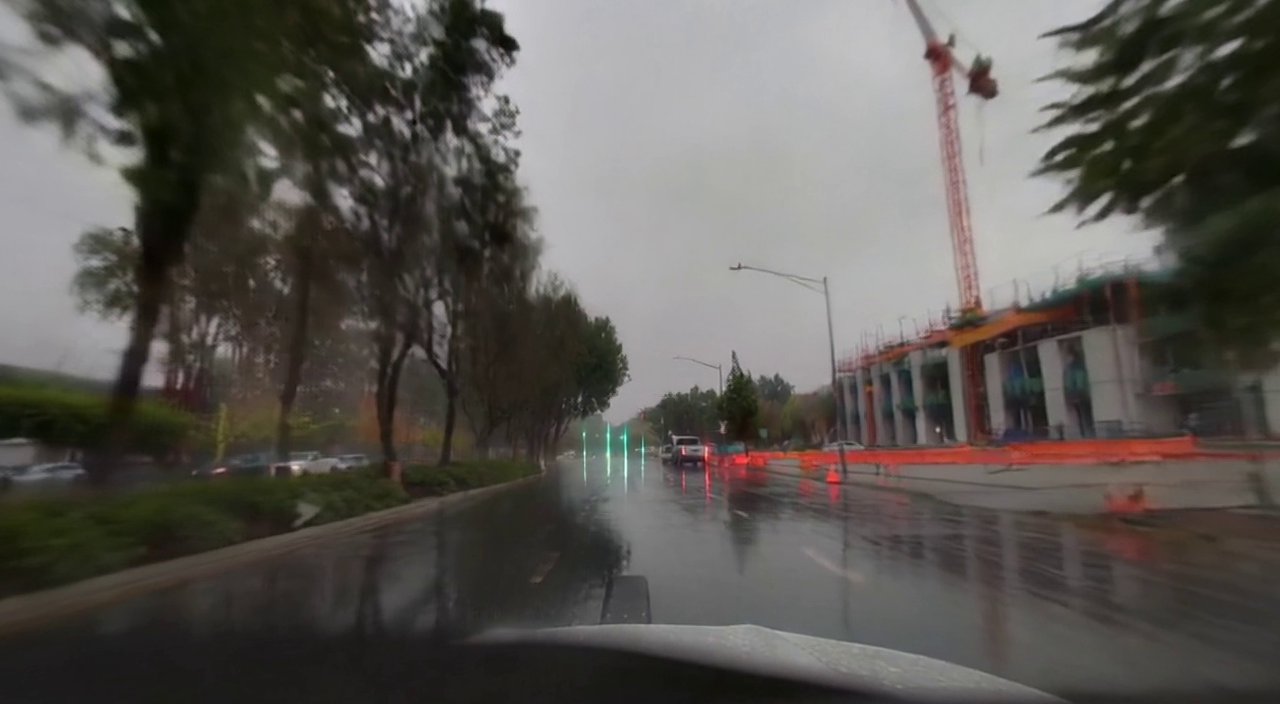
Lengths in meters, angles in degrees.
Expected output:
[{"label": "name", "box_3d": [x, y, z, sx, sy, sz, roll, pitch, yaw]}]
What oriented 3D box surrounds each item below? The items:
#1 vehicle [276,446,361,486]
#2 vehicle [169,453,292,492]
[{"label": "vehicle", "box_3d": [-18.072, 6.429, 35.777, 2.286, 2.069, 5.077, 1, -9, -3]}, {"label": "vehicle", "box_3d": [-21.801, 6.407, 33.929, 2.328, 1.918, 5.628, -1, -9, 7]}]
